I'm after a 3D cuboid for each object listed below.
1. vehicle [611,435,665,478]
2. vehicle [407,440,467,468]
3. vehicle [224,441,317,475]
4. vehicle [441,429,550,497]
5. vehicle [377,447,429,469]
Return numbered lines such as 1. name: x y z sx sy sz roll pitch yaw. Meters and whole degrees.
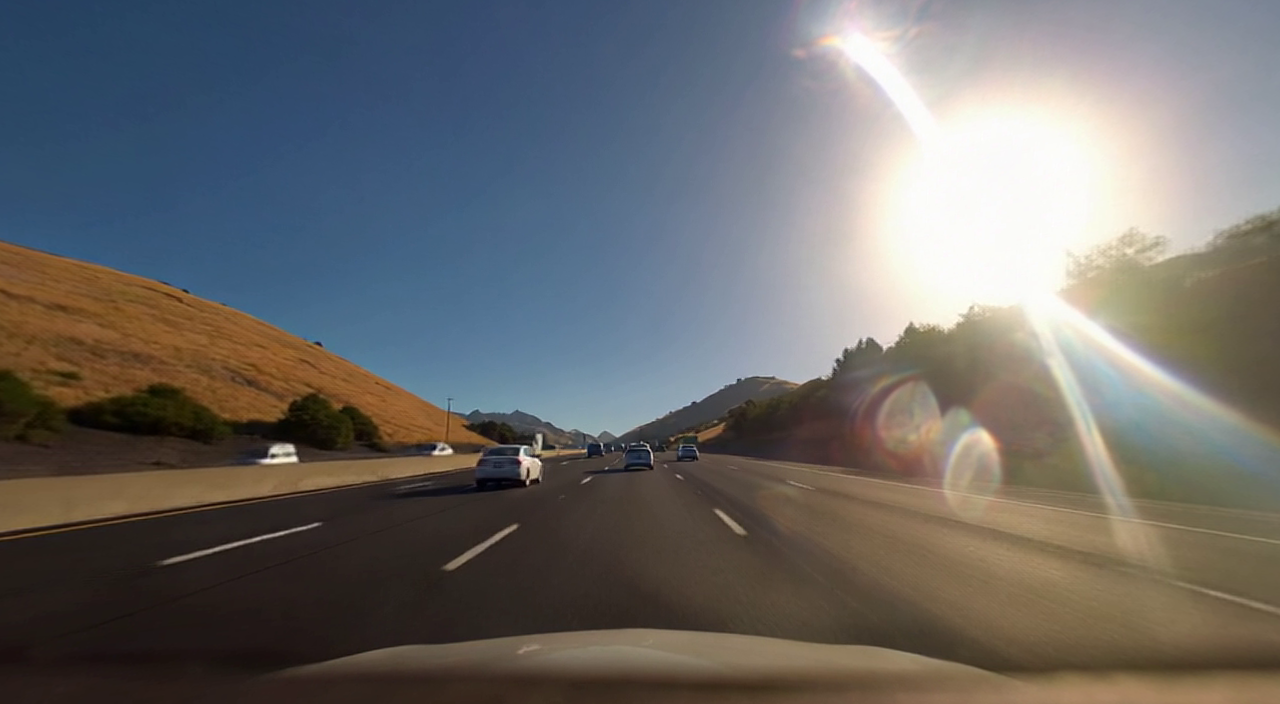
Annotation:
1. vehicle: -0.067 4.417 26.857 2.086 1.685 4.206 0 -8 0
2. vehicle: -12.361 6.252 38.753 1.921 1.577 4.913 0 -8 1
3. vehicle: -23.362 6.694 40.255 2.254 1.961 5.952 0 -8 1
4. vehicle: -3.933 3.112 18.000 2.076 1.690 4.113 0 -8 1
5. vehicle: -16.393 7.307 43.822 1.875 1.440 4.412 0 -8 0
